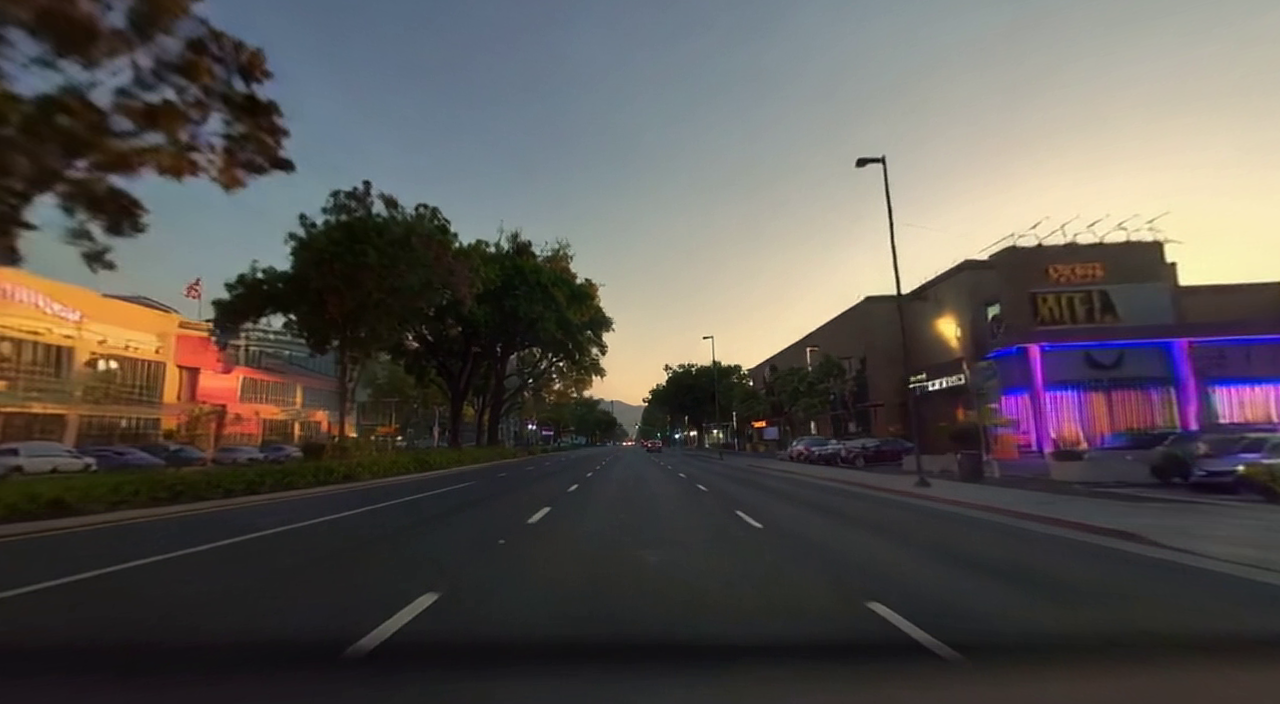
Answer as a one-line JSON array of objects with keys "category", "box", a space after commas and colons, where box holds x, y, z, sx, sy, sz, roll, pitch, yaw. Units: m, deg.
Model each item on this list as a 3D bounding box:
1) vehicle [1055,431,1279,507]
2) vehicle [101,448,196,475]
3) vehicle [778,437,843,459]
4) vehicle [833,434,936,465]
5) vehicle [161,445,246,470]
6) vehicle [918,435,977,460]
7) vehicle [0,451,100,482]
[{"category": "vehicle", "box": [12.801, 2.776, 15.443, 1.928, 1.465, 4.874, -2, -9, -1]}, {"category": "vehicle", "box": [-30.702, 6.835, 39.524, 4.323, 1.467, 1.895, -2, -9, -1]}, {"category": "vehicle", "box": [13.312, 7.542, 49.459, 4.386, 1.570, 2.043, -1, -9, -2]}, {"category": "vehicle", "box": [14.227, 5.728, 37.018, 5.134, 1.732, 2.047, 0, -8, 0]}, {"category": "vehicle", "box": [-30.810, 7.445, 44.708, 4.441, 1.667, 2.223, -1, -8, 6]}, {"category": "vehicle", "box": [22.925, 7.121, 47.274, 1.997, 1.784, 4.921, 0, -8, 1]}, {"category": "vehicle", "box": [-30.221, 5.757, 31.797, 4.311, 1.457, 1.808, 0, -8, -2]}]
